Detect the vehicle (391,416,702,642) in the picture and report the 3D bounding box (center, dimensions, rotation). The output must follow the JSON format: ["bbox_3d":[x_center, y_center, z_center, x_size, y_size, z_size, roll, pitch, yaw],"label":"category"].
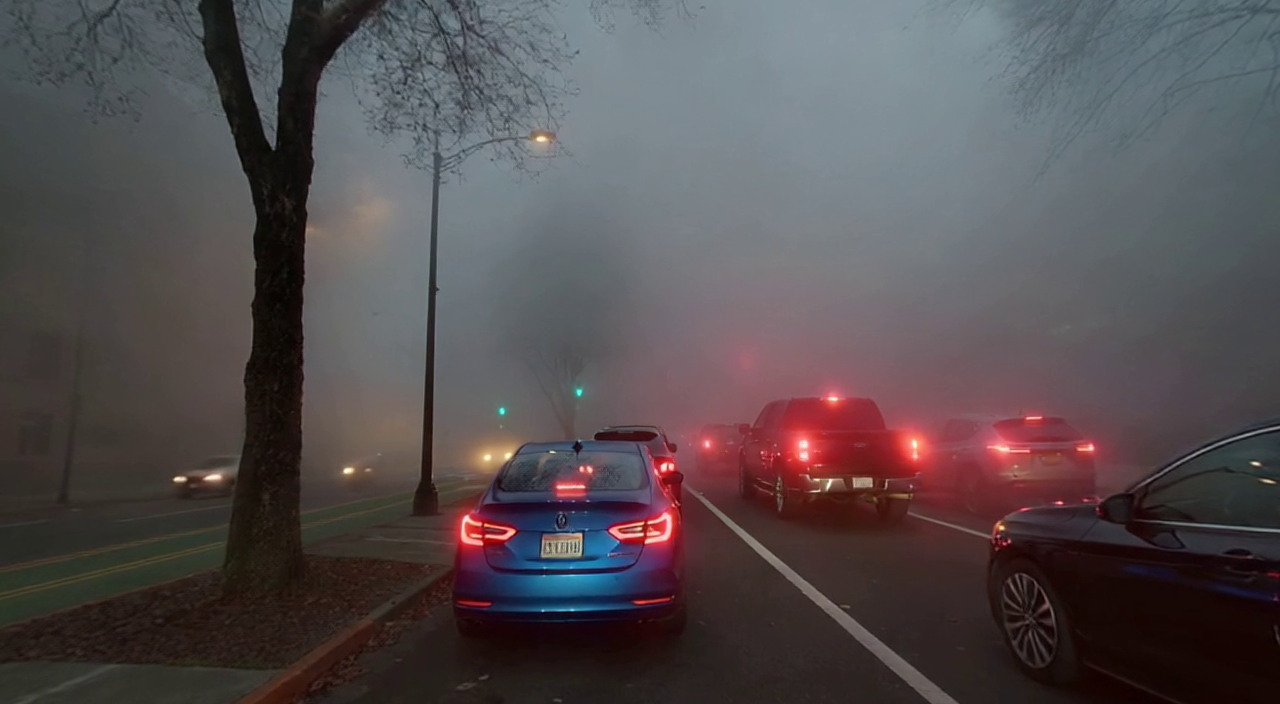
[{"bbox_3d":[-0.578,1.500,6.335,2.111,1.506,4.018,0,-9,2],"label":"vehicle"}]

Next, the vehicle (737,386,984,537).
[{"bbox_3d":[3.518,1.956,11.705,2.444,2.098,5.766,0,-8,-1],"label":"vehicle"}]

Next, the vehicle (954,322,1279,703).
[{"bbox_3d":[3.161,0.754,2.071,1.982,1.709,4.427,0,-9,1],"label":"vehicle"}]

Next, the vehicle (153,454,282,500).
[{"bbox_3d":[-16.170,4.751,24.319,1.966,1.563,4.203,0,-9,2],"label":"vehicle"}]

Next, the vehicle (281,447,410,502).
[{"bbox_3d":[-9.290,3.866,20.297,1.925,1.524,4.440,0,-9,2],"label":"vehicle"}]
